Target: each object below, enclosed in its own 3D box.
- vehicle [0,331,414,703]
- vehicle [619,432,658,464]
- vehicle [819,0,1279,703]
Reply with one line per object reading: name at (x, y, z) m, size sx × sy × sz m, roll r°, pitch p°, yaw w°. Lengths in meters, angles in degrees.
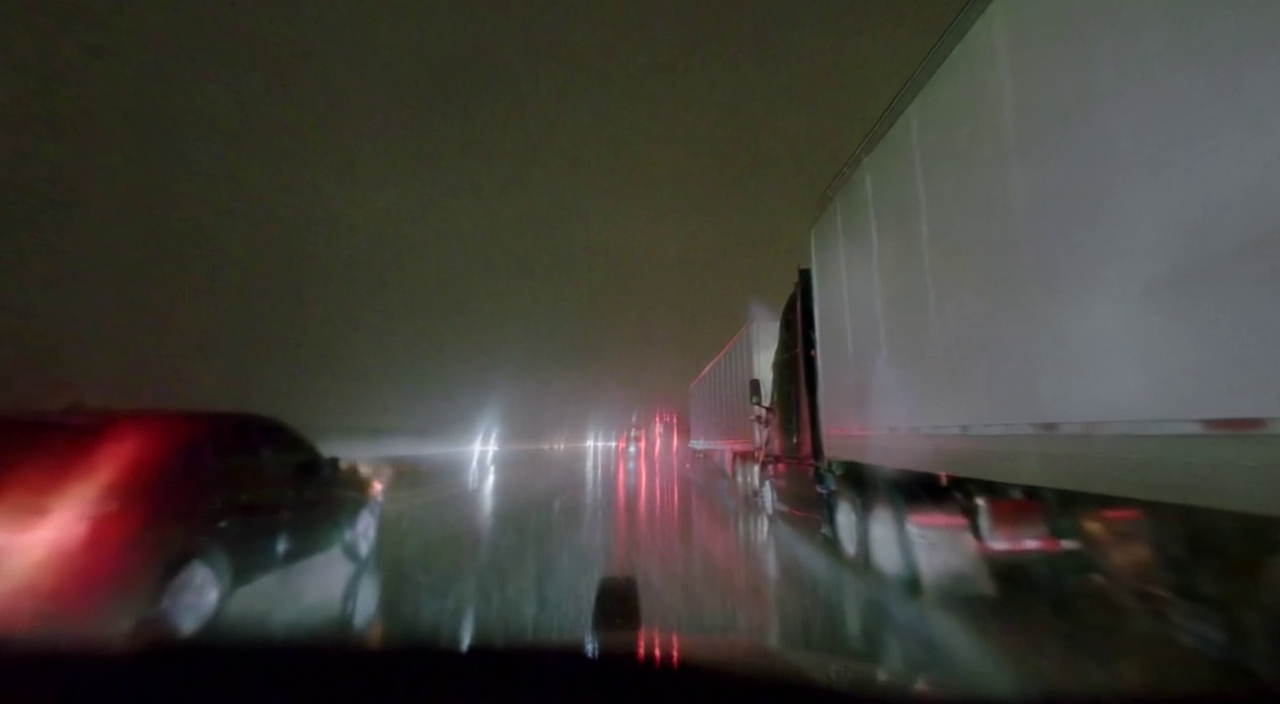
vehicle at (-3.615, 1.117, 4.560) m, size 2.326 × 1.761 × 4.450 m, roll -1°, pitch -8°, yaw 0°
vehicle at (-0.188, 6.448, 42.316) m, size 2.456 × 2.007 × 4.728 m, roll 0°, pitch -8°, yaw -2°
vehicle at (3.901, -0.391, 1.792) m, size 3.469 × 3.881 × 10.805 m, roll -1°, pitch -8°, yaw 0°
